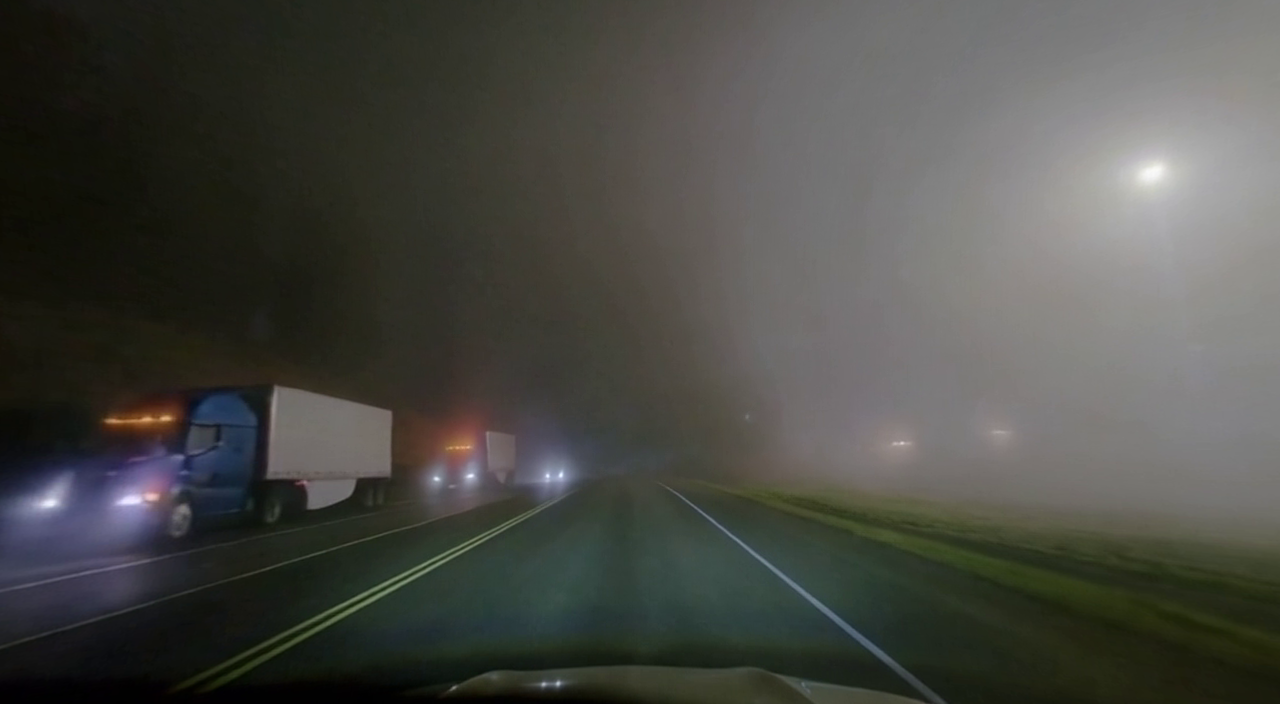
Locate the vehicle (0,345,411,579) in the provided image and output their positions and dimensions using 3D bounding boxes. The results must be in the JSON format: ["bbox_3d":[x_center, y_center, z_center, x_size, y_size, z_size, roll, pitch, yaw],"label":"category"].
[{"bbox_3d":[-8.274,2.175,14.024,2.788,3.365,9.652,0,-7,0],"label":"vehicle"}]

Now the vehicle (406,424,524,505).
[{"bbox_3d":[-8.357,5.368,31.946,2.905,3.359,10.168,0,-6,1],"label":"vehicle"}]
